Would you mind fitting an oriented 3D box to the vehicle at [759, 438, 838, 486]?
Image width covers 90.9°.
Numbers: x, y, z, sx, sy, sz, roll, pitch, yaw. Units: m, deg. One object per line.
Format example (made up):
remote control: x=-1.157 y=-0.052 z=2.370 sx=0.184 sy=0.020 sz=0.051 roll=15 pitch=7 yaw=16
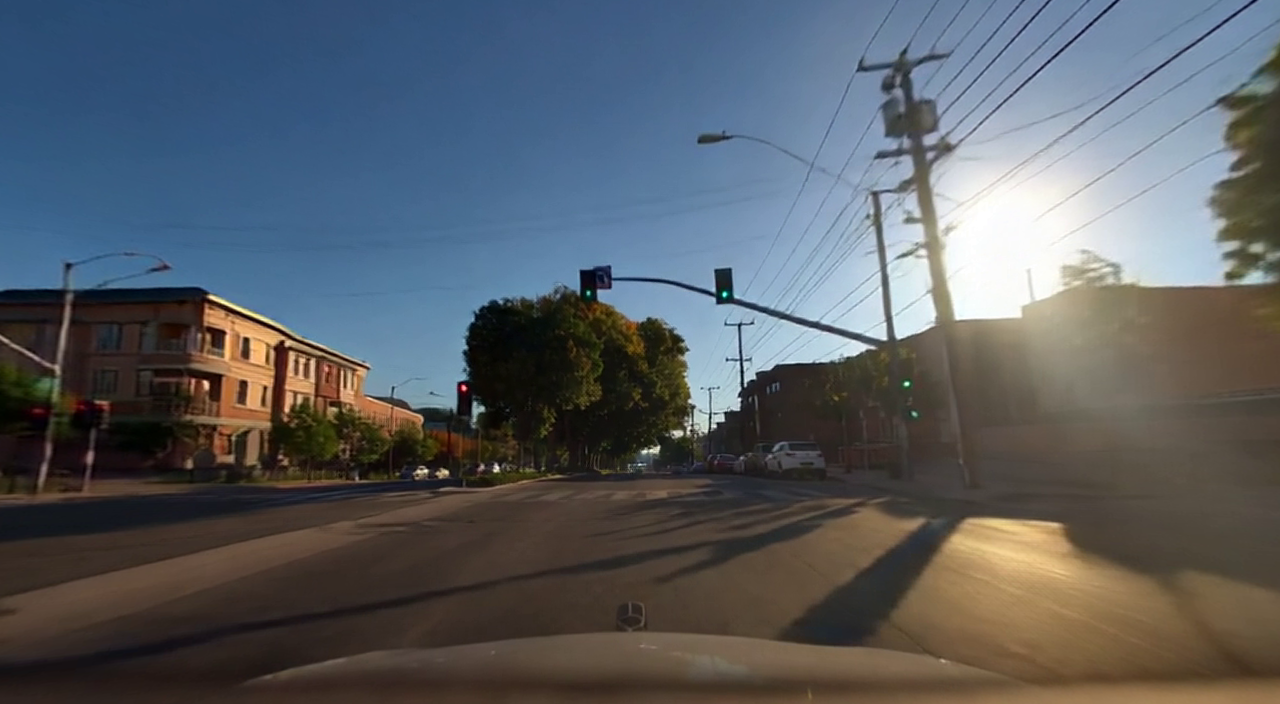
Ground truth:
vehicle: x=6.913 y=4.854 z=28.118 sx=2.148 sy=1.904 sz=4.910 roll=0 pitch=-9 yaw=-1
